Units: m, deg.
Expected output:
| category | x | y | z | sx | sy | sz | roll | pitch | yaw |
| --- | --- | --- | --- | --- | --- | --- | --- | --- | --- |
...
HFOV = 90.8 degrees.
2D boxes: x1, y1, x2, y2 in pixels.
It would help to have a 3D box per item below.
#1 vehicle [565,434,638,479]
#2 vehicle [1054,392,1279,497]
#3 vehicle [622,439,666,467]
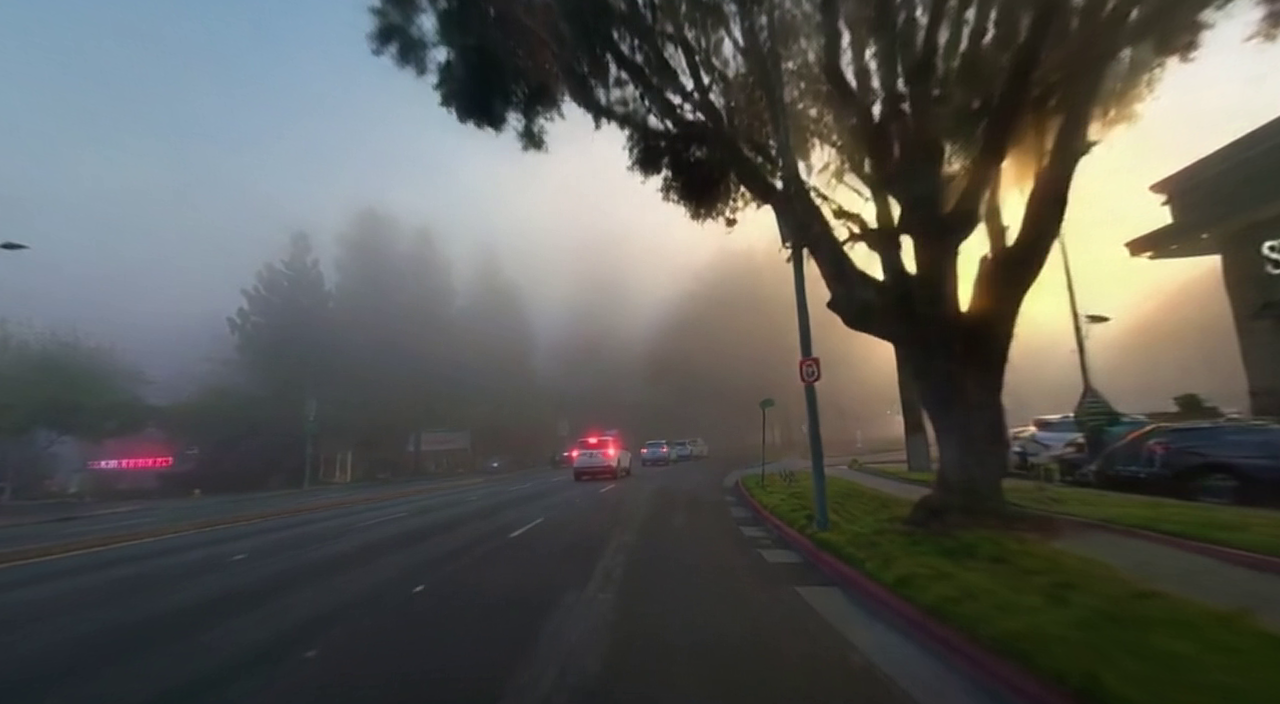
| category | x | y | z | sx | sy | sz | roll | pitch | yaw |
| --- | --- | --- | --- | --- | --- | --- | --- | --- | --- |
| vehicle | -1.599 | 4.631 | 28.141 | 2.168 | 1.783 | 4.695 | -2 | -9 | 10 |
| vehicle | 11.946 | 1.941 | 13.647 | 4.408 | 1.682 | 2.040 | -7 | -9 | 0 |
| vehicle | 0.311 | 6.275 | 39.383 | 2.002 | 1.664 | 4.113 | -2 | -9 | 12 |
